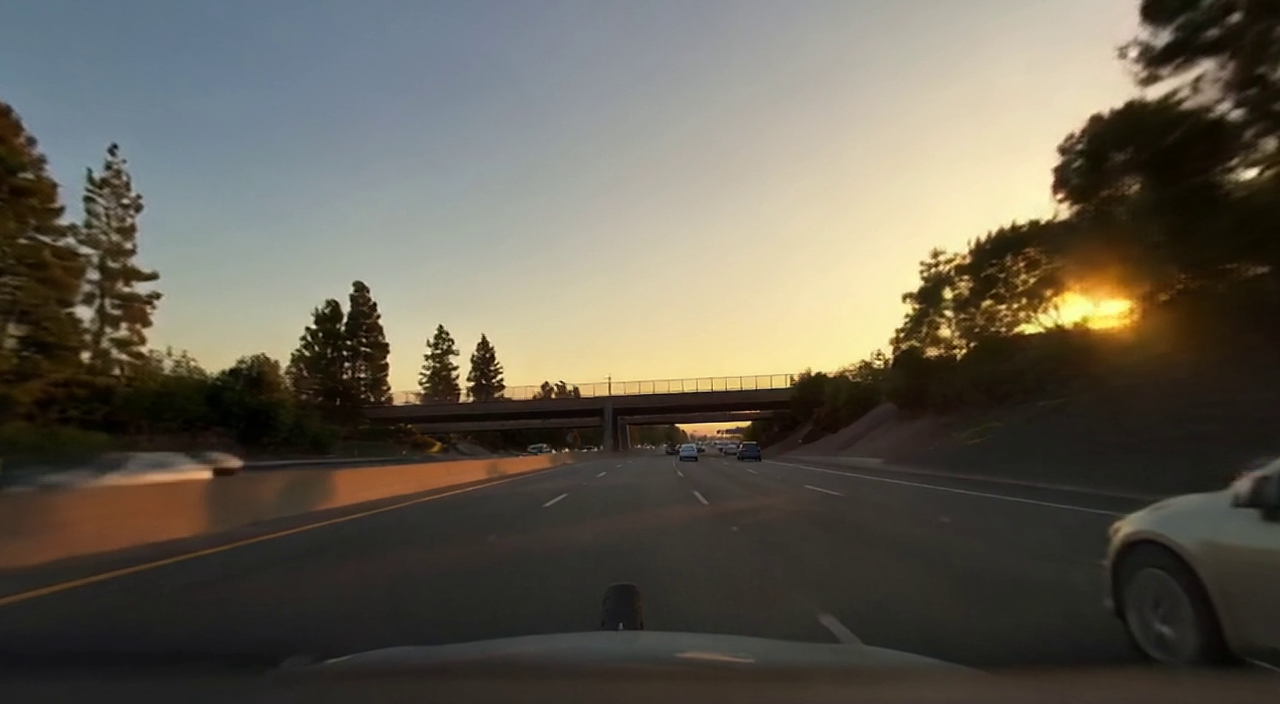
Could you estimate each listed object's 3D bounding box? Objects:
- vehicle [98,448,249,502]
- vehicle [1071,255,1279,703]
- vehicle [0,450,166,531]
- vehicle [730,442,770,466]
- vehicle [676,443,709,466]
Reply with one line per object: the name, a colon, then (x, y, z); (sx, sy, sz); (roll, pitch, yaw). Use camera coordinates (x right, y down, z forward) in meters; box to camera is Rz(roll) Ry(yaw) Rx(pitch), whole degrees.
vehicle: (-17.705, 4.646, 24.353); (2.065, 1.822, 4.806); (0, -9, 1)
vehicle: (3.876, 0.363, 0.649); (2.693, 2.044, 5.882); (0, -9, 0)
vehicle: (-14.594, 3.281, 15.544); (2.106, 1.674, 4.768); (0, -9, 0)
vehicle: (7.574, 7.059, 43.809); (1.989, 1.529, 4.375); (0, -9, 0)
vehicle: (3.557, 7.042, 43.570); (1.981, 1.471, 4.342); (0, -9, 1)
